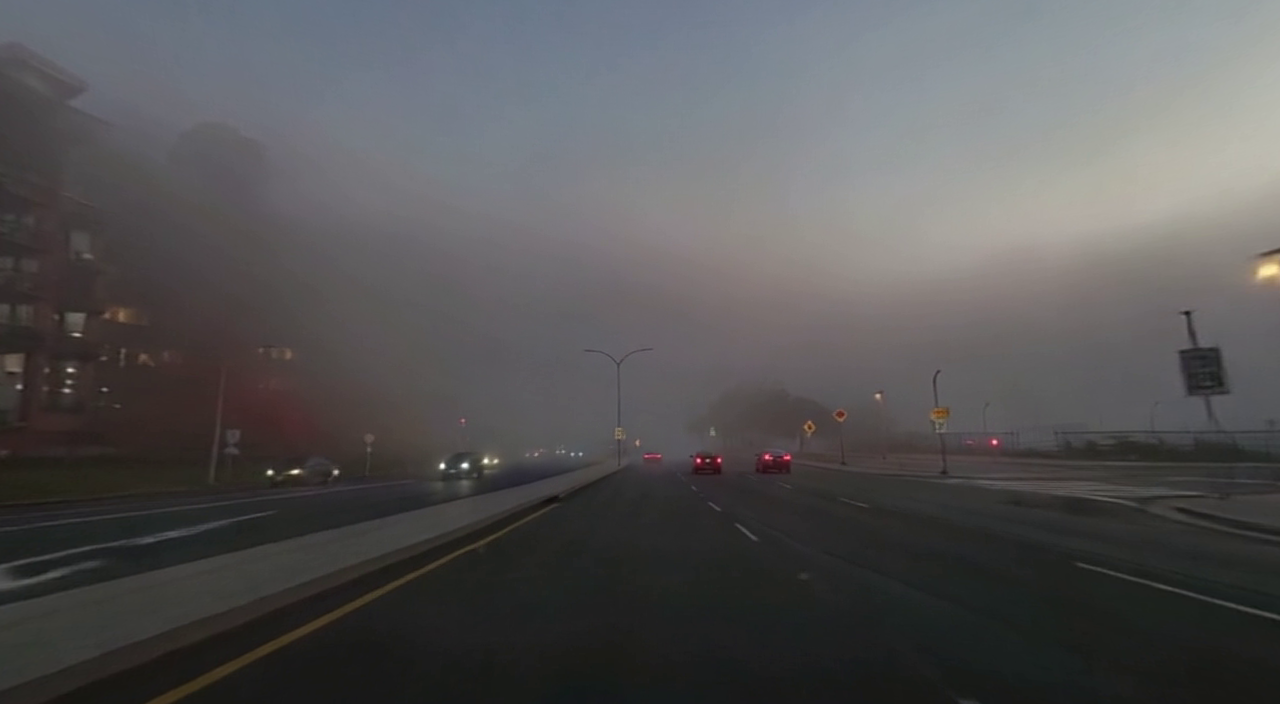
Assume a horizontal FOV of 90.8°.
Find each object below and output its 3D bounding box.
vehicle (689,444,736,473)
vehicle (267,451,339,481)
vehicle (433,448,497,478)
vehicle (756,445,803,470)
[{"bbox_3d":[3.979,5.941,35.447,2.020,1.479,4.650,0,-9,-1],"label":"vehicle"},{"bbox_3d":[-21.205,7.174,40.017,1.995,1.684,4.487,-1,-9,2],"label":"vehicle"},{"bbox_3d":[-9.439,6.035,34.565,2.012,1.520,4.645,-1,-9,2],"label":"vehicle"},{"bbox_3d":[8.579,6.519,39.234,1.932,1.439,4.159,0,-9,0],"label":"vehicle"}]
